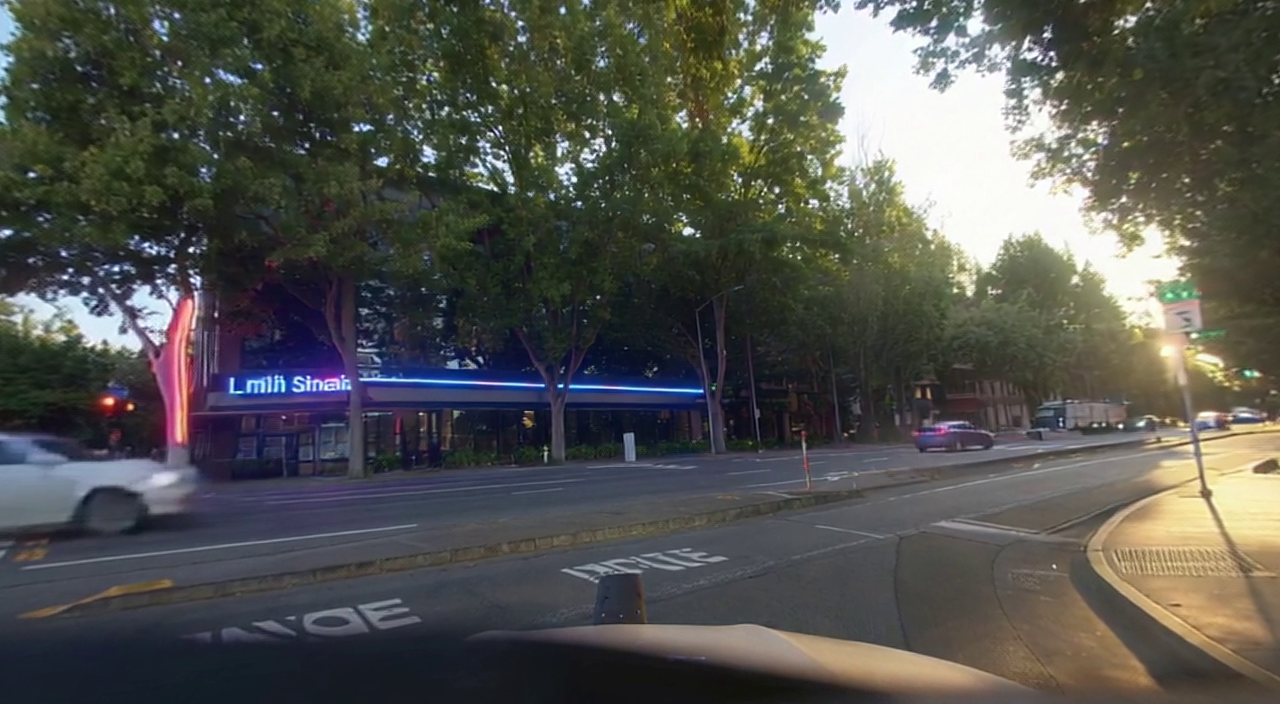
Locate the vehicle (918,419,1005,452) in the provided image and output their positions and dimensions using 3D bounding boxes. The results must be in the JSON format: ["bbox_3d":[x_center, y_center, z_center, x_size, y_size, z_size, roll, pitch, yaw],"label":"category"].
[{"bbox_3d":[15.578,4.053,30.506,4.442,1.458,1.902,6,-11,-37],"label":"vehicle"}]

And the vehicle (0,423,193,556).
[{"bbox_3d":[-8.311,1.698,7.974,4.182,1.536,1.885,6,-11,-37],"label":"vehicle"}]
